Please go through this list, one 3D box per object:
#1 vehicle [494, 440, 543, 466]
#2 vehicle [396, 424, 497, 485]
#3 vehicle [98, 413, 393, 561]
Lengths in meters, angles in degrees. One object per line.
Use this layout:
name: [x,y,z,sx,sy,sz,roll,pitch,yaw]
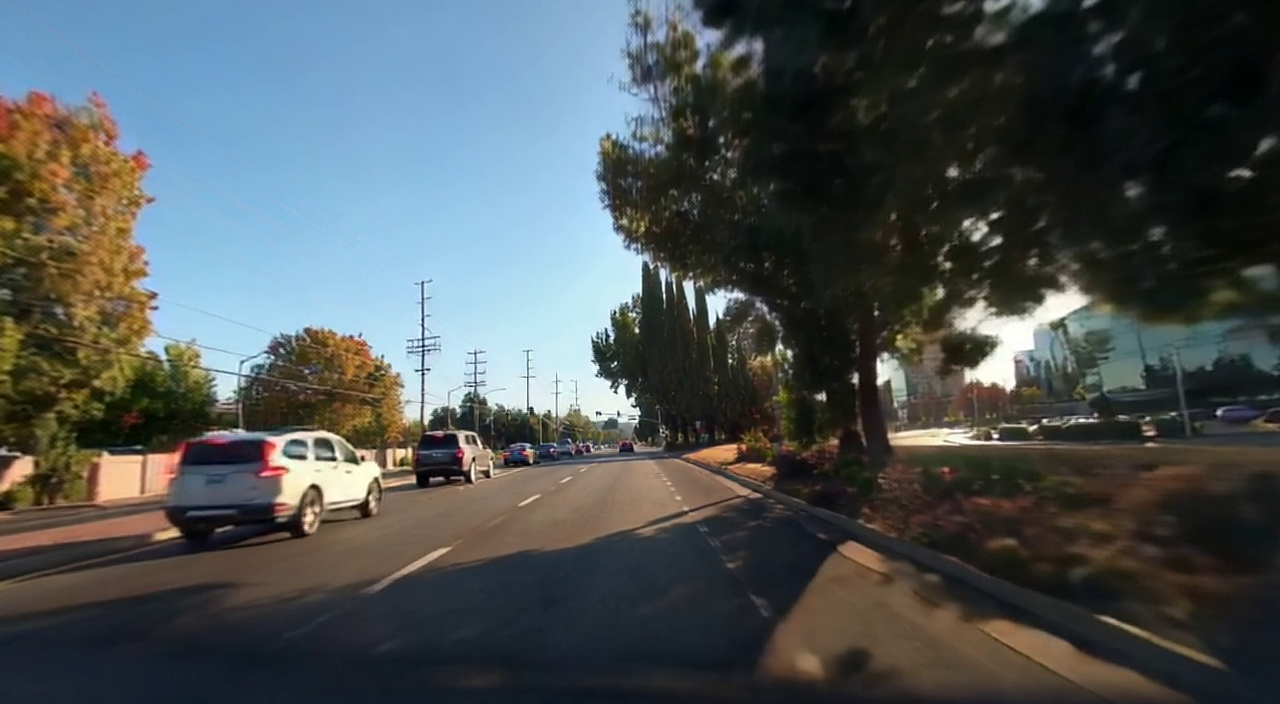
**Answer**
vehicle: [-7.367,6.144,38.720,2.030,1.482,4.818,0,-8,1]
vehicle: [-6.522,3.512,21.981,2.337,1.862,4.924,0,-8,-5]
vehicle: [-5.445,1.876,9.547,2.041,1.698,4.094,0,-8,-5]
